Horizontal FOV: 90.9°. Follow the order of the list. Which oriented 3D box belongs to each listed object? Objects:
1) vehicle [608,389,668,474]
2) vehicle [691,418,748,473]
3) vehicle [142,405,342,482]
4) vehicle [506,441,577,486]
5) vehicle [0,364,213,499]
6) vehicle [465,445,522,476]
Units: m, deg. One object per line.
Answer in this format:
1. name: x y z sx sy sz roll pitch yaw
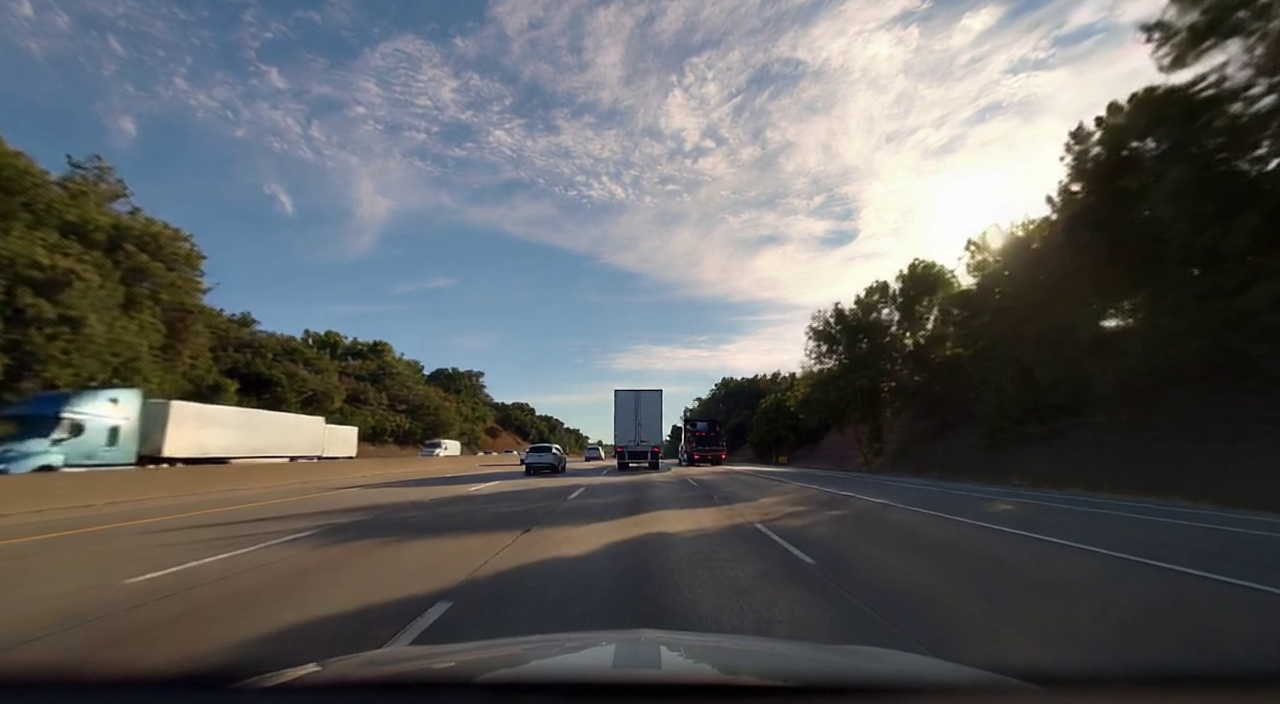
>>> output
1. vehicle: -0.208 4.746 36.474 2.875 4.056 12.312 0 -9 -1
2. vehicle: 4.420 5.305 35.782 2.565 2.902 3.798 0 -9 -2
3. vehicle: -18.545 4.496 30.749 2.817 3.096 10.655 0 -9 0
4. vehicle: -3.677 4.227 24.206 2.061 1.555 3.900 0 -9 0
5. vehicle: -18.443 2.737 21.076 3.084 3.687 7.389 0 -9 -1
6. vehicle: -7.463 5.556 32.440 1.926 1.482 3.959 0 -9 1
